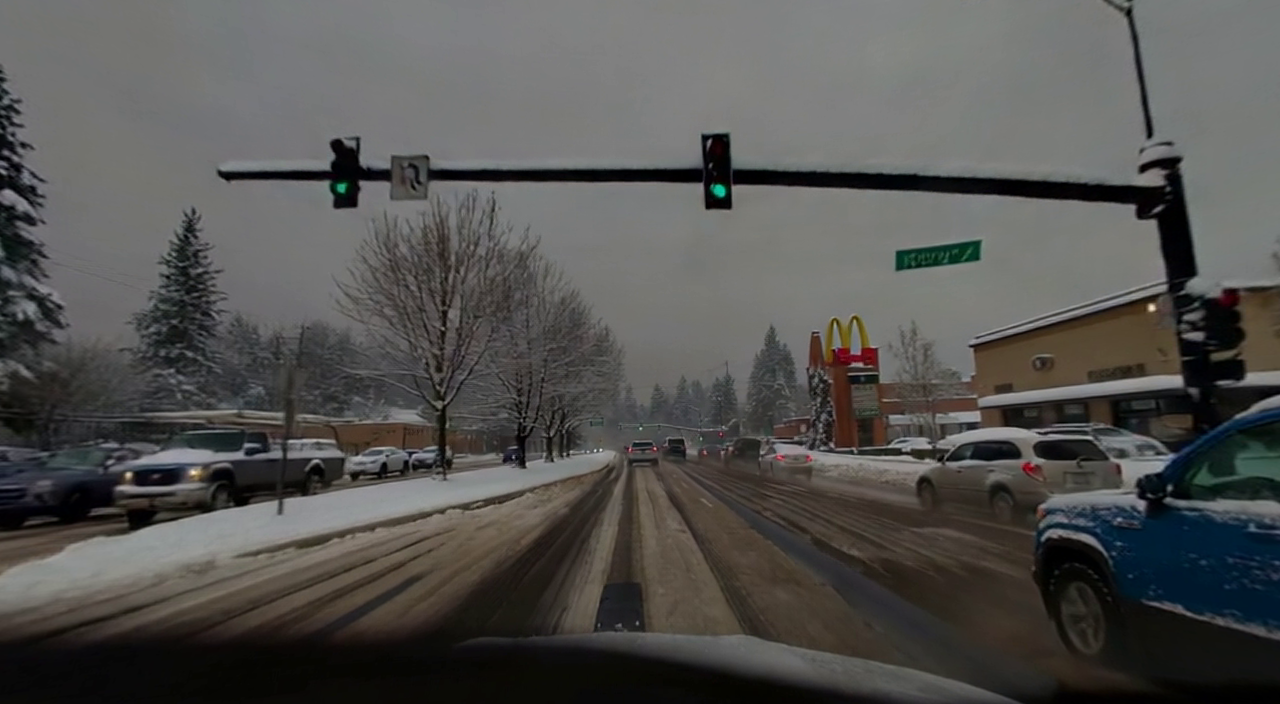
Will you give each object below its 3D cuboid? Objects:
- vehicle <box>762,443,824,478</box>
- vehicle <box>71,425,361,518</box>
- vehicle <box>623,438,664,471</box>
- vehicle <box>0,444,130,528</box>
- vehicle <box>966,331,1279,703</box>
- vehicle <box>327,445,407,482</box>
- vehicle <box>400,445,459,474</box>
[{"bbox_3d":[7.032,5.012,29.436,1.879,1.517,4.006,0,-9,0],"label":"vehicle"},{"bbox_3d":[-10.503,3.047,16.852,2.909,1.956,6.908,0,-9,1],"label":"vehicle"},{"bbox_3d":[0.169,6.451,40.035,2.402,1.938,4.535,0,-9,-1],"label":"vehicle"},{"bbox_3d":[-14.027,2.874,13.800,2.015,1.679,4.535,0,-9,-1],"label":"vehicle"},{"bbox_3d":[3.431,0.786,2.343,2.076,1.716,4.416,0,-9,0],"label":"vehicle"},{"bbox_3d":[-14.487,5.925,33.890,2.242,1.836,4.811,0,-9,-1],"label":"vehicle"},{"bbox_3d":[-14.050,7.191,42.529,2.159,1.836,5.038,0,-9,1],"label":"vehicle"}]
